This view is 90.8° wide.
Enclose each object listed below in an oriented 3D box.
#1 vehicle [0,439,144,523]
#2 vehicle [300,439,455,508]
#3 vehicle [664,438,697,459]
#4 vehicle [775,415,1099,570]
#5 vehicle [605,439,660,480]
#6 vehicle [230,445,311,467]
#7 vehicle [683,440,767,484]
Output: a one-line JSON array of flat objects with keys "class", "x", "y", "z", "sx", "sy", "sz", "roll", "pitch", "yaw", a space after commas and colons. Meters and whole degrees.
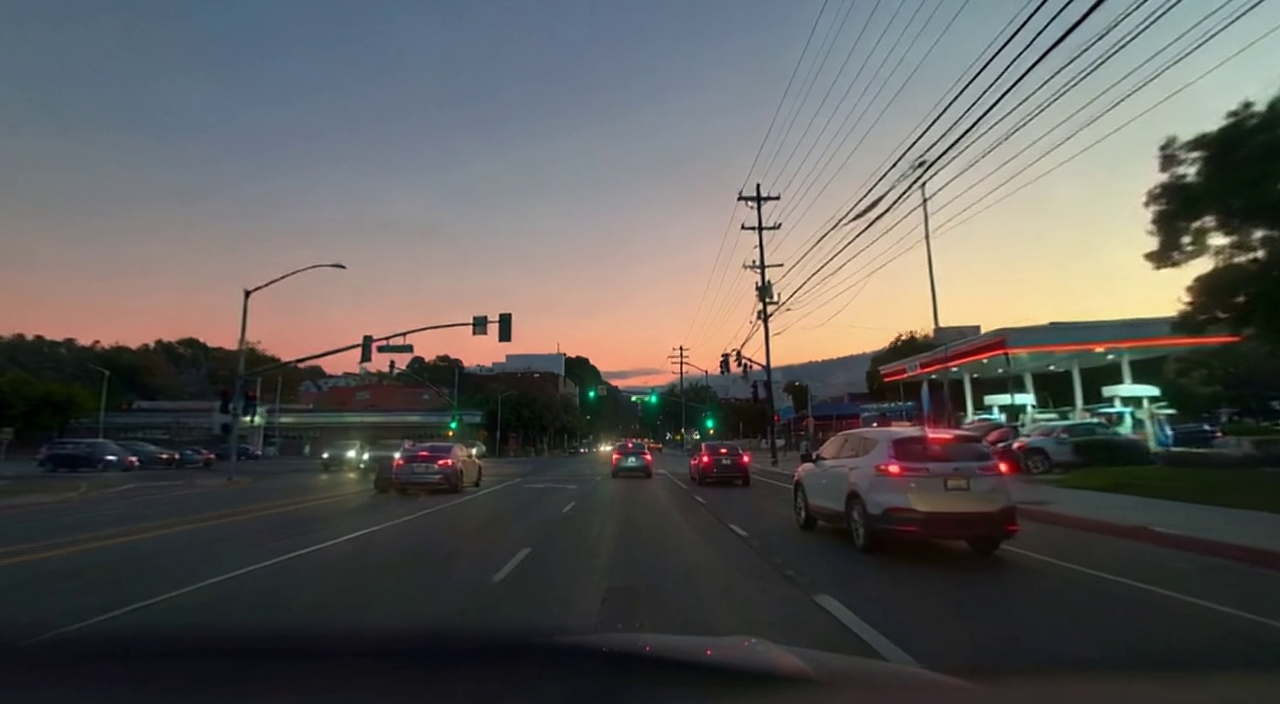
[{"class": "vehicle", "x": -14.363, "y": 2.928, "z": 14.682, "sx": 1.937, "sy": 1.745, "sz": 4.540, "roll": -1, "pitch": -8, "yaw": 0}, {"class": "vehicle", "x": -6.356, "y": 2.958, "z": 15.943, "sx": 2.075, "sy": 1.470, "sz": 4.190, "roll": -1, "pitch": -8, "yaw": 1}, {"class": "vehicle", "x": 2.957, "y": 7.177, "z": 47.122, "sx": 1.971, "sy": 1.477, "sz": 4.121, "roll": 0, "pitch": -8, "yaw": -2}, {"class": "vehicle", "x": 3.793, "y": 1.889, "z": 9.341, "sx": 2.452, "sy": 1.682, "sz": 4.565, "roll": 0, "pitch": -8, "yaw": -2}, {"class": "vehicle", "x": -0.329, "y": 4.298, "z": 25.563, "sx": 2.065, "sy": 1.484, "sz": 3.894, "roll": 0, "pitch": -8, "yaw": -1}, {"class": "vehicle", "x": -27.355, "y": 7.704, "z": 46.868, "sx": 4.635, "sy": 1.525, "sz": 2.111, "roll": 0, "pitch": -8, "yaw": 0}, {"class": "vehicle", "x": 2.989, "y": 3.975, "z": 23.236, "sx": 2.208, "sy": 1.436, "sz": 4.542, "roll": 0, "pitch": -8, "yaw": -3}]
